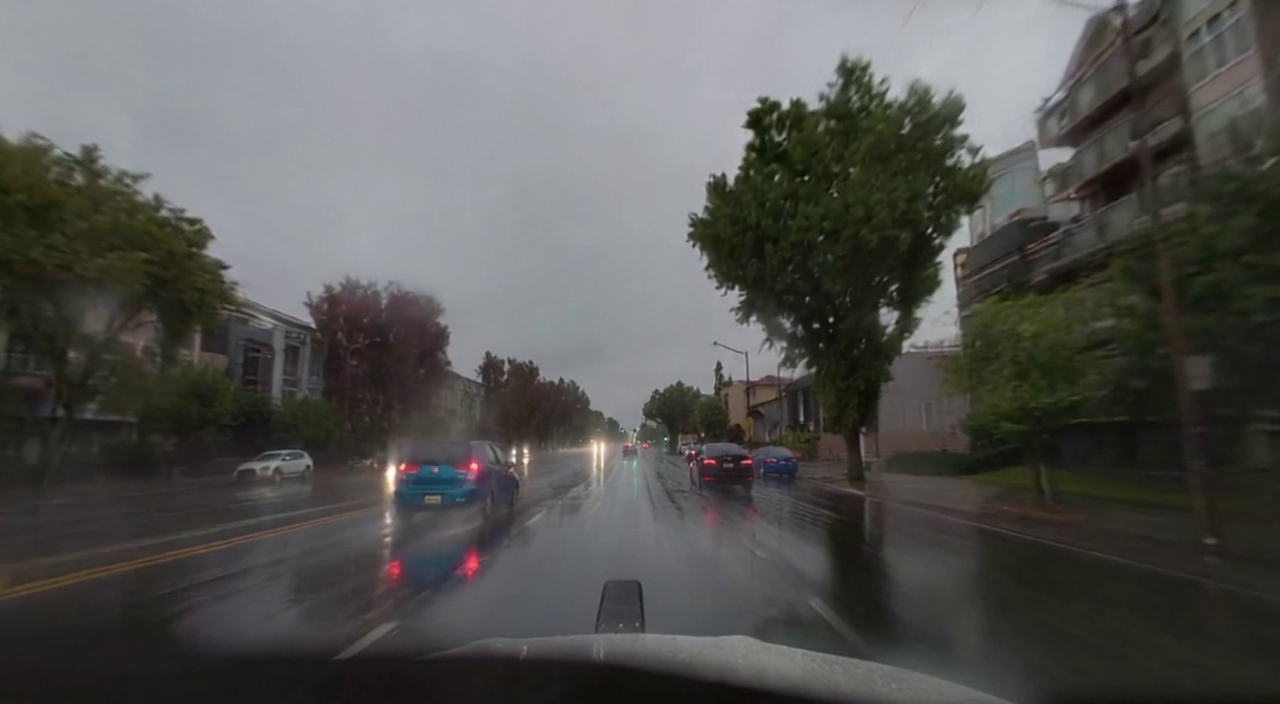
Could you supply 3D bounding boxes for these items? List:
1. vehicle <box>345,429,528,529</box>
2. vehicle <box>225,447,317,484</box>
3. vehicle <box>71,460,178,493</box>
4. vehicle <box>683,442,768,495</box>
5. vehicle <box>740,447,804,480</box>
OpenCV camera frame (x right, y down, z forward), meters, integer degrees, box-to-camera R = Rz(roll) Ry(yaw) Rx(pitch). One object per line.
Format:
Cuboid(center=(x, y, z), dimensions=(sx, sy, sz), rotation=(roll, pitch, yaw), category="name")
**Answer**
Cuboid(center=(-3.526, 2.285, 11.905), dimensions=(2.062, 1.527, 4.044), rotation=(0, -9, 0), category="vehicle")
Cuboid(center=(-18.080, 5.549, 31.222), dimensions=(1.929, 1.665, 4.304), rotation=(0, -9, 0), category="vehicle")
Cuboid(center=(-25.868, 6.238, 31.780), dimensions=(3.625, 1.443, 1.939), rotation=(-1, -9, -3), category="vehicle")
Cuboid(center=(2.576, 3.626, 20.123), dimensions=(1.978, 1.471, 4.426), rotation=(1, -9, -2), category="vehicle")
Cuboid(center=(6.237, 5.341, 30.481), dimensions=(1.881, 1.439, 4.725), rotation=(1, -9, -3), category="vehicle")
